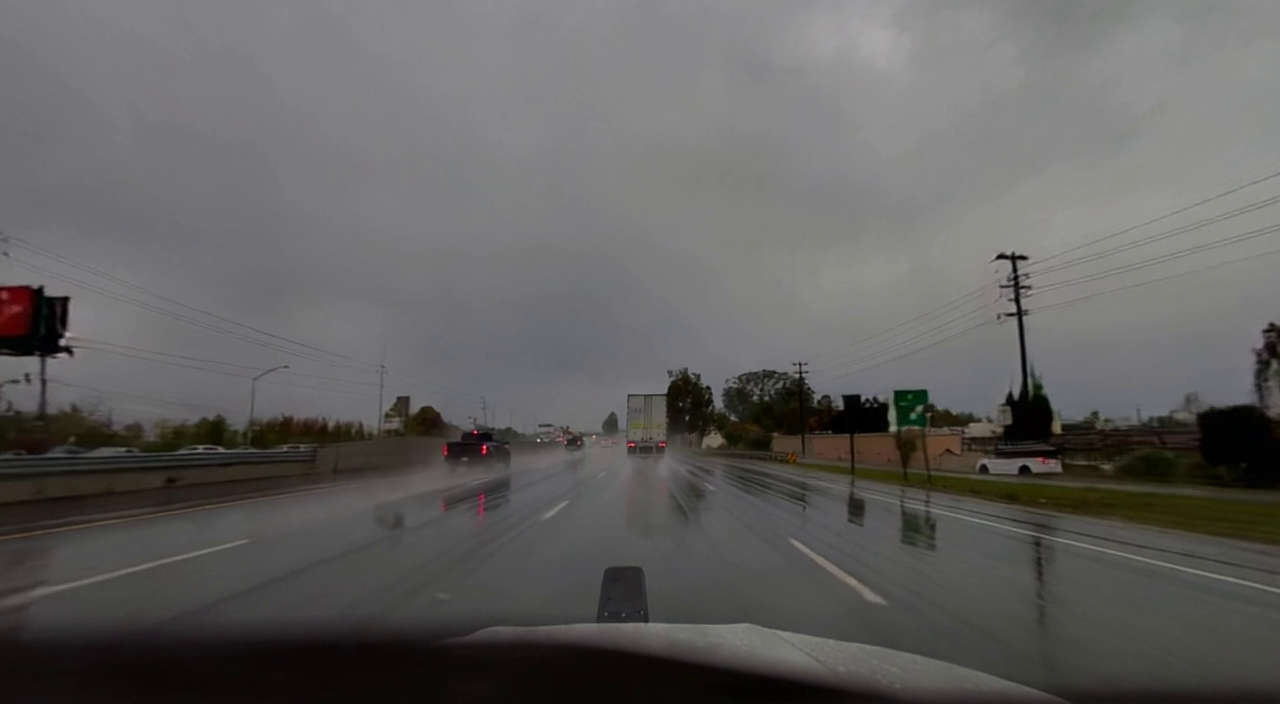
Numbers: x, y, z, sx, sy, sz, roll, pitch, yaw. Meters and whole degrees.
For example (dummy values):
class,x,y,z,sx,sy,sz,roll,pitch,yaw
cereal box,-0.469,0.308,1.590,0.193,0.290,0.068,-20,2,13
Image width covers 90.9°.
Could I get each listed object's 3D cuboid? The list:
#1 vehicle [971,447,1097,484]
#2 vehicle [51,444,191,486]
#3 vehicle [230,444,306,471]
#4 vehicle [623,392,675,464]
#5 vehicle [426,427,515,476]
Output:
class,x,y,z,sx,sy,sz,roll,pitch,yaw
vehicle,17.829,5.140,28.855,1.757,1.437,4.897,5,-10,-16
vehicle,-19.707,4.280,24.202,2.010,1.450,3.821,0,-8,2
vehicle,-21.498,6.078,36.640,1.810,1.460,4.034,-1,-8,1
vehicle,0.726,5.060,40.981,2.879,4.027,11.243,-1,-8,2
vehicle,-6.941,4.169,26.566,2.197,1.847,5.364,0,-8,1
